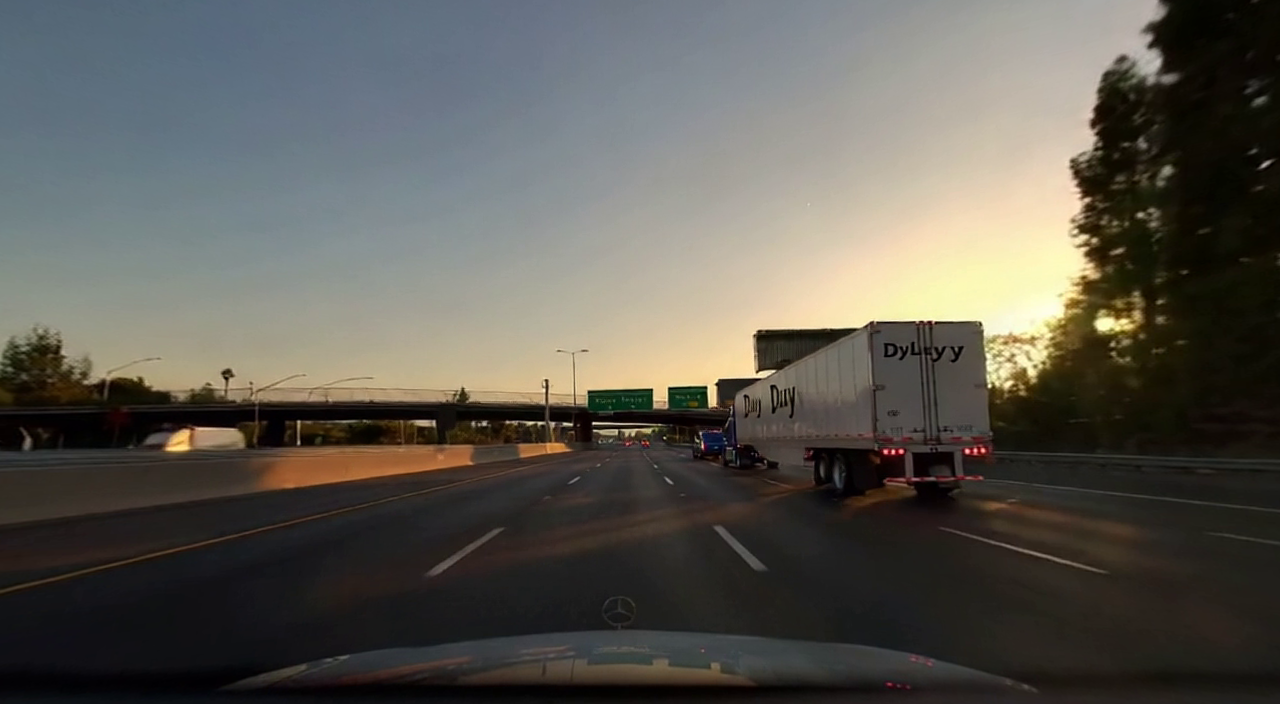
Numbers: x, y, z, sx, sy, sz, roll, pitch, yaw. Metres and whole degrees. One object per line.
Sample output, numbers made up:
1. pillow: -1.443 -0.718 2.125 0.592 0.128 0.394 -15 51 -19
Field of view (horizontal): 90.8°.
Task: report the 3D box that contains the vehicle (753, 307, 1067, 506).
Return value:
1. vehicle: 6.756 2.207 20.613 2.962 3.947 16.241 0 -8 -1
